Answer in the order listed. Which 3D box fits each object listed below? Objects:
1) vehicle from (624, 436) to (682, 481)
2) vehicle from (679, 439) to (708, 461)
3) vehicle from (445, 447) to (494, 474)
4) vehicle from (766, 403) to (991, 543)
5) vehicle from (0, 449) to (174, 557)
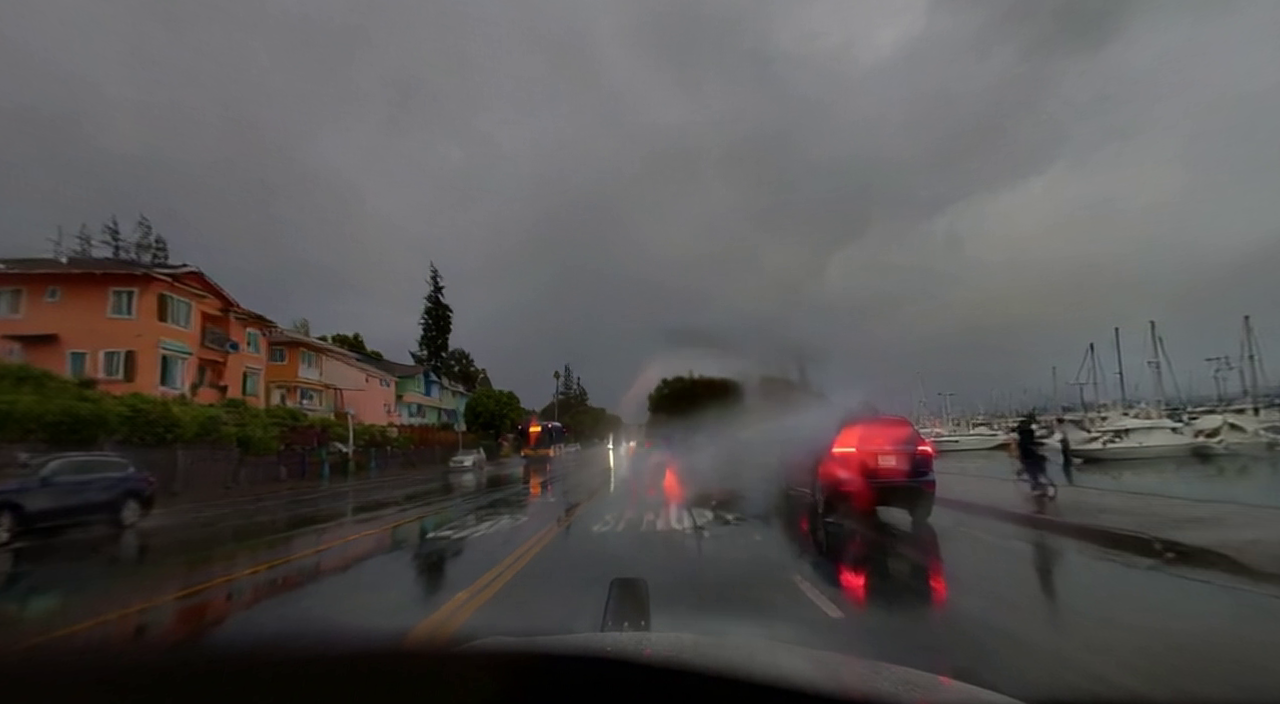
[{"bbox_3d":[0.468,4.197,25.096,2.132,1.632,3.838,0,-9,0],"label":"vehicle"},{"bbox_3d":[4.109,7.604,49.100,1.876,1.626,3.851,0,-9,-1],"label":"vehicle"},{"bbox_3d":[-10.151,6.492,37.838,1.731,1.489,3.841,-1,-9,3],"label":"vehicle"},{"bbox_3d":[3.562,1.916,10.505,2.000,1.809,4.405,0,-9,0],"label":"vehicle"},{"bbox_3d":[-10.383,2.499,10.854,1.701,1.528,3.881,-1,-8,1],"label":"vehicle"}]
